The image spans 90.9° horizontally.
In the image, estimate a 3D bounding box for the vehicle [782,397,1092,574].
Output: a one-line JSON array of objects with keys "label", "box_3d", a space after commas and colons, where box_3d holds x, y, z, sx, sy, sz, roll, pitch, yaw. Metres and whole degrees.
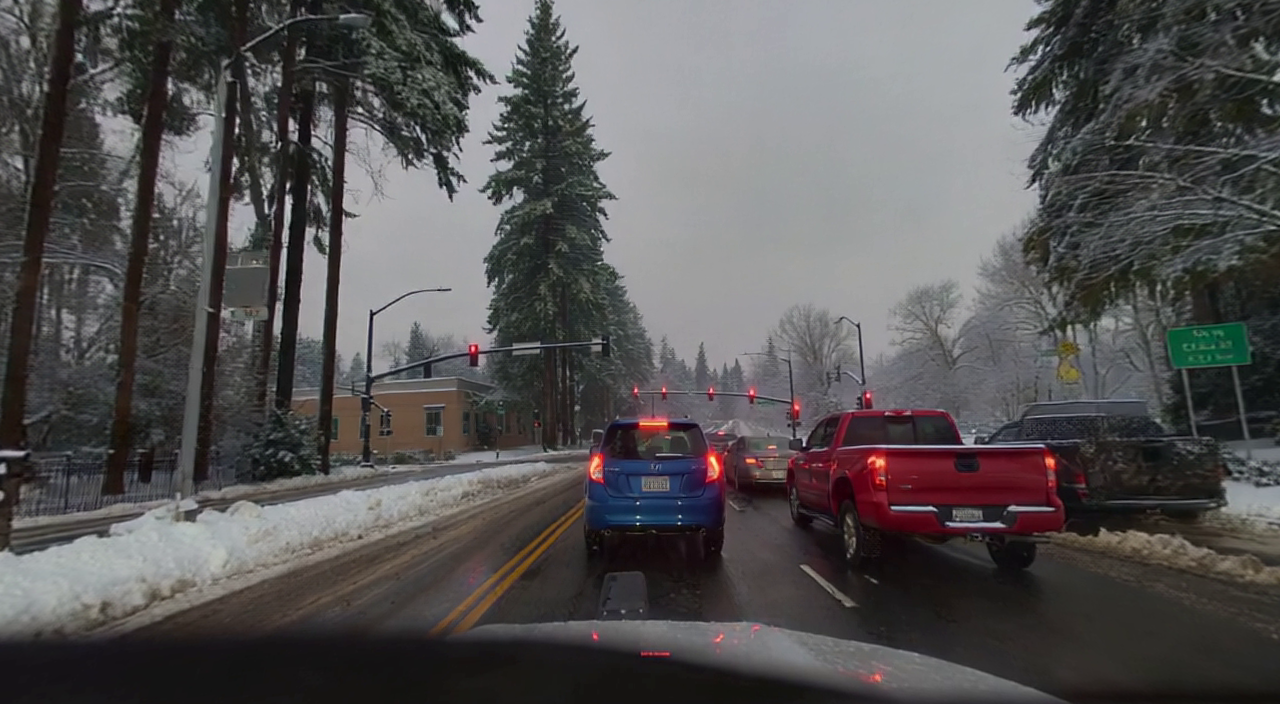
[{"label": "vehicle", "box_3d": [3.397, 1.630, 8.397, 2.099, 1.725, 4.290, 0, -8, 1]}]

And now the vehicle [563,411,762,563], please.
[{"label": "vehicle", "box_3d": [0.247, 1.776, 8.968, 2.168, 1.641, 4.039, 0, -8, 0]}]
